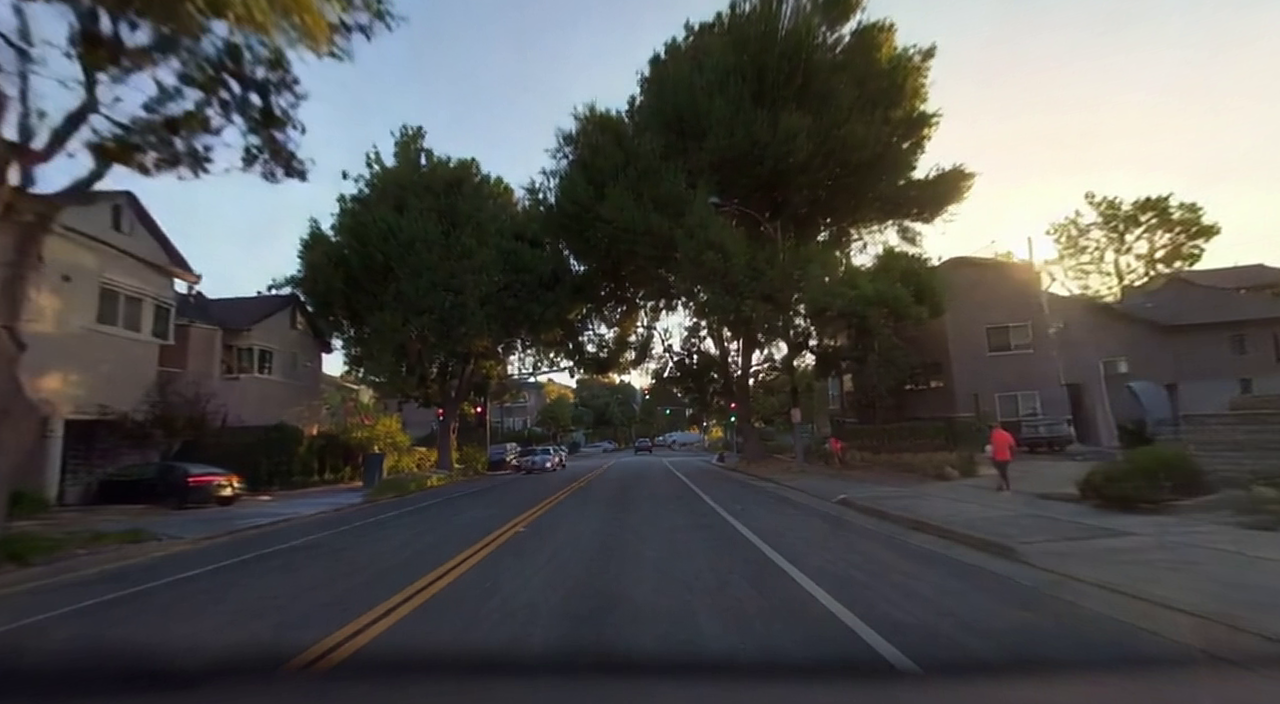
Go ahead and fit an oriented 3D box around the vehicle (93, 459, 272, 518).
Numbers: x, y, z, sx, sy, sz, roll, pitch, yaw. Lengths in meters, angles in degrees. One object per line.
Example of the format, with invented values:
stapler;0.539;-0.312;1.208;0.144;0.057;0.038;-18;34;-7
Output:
vehicle;-12.797;3.809;18.127;1.934;1.389;4.364;0;-9;-1

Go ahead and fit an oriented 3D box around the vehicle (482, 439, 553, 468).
vehicle;-8.601;7.112;44.277;4.569;1.909;2.037;-5;-9;26

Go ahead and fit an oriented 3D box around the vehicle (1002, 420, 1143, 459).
vehicle;17.230;3.512;25.334;4.161;1.442;2.023;-1;-9;-1

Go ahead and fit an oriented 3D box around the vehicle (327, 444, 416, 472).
vehicle;-20.723;8.187;48.918;5.829;2.003;2.260;0;-9;-2
